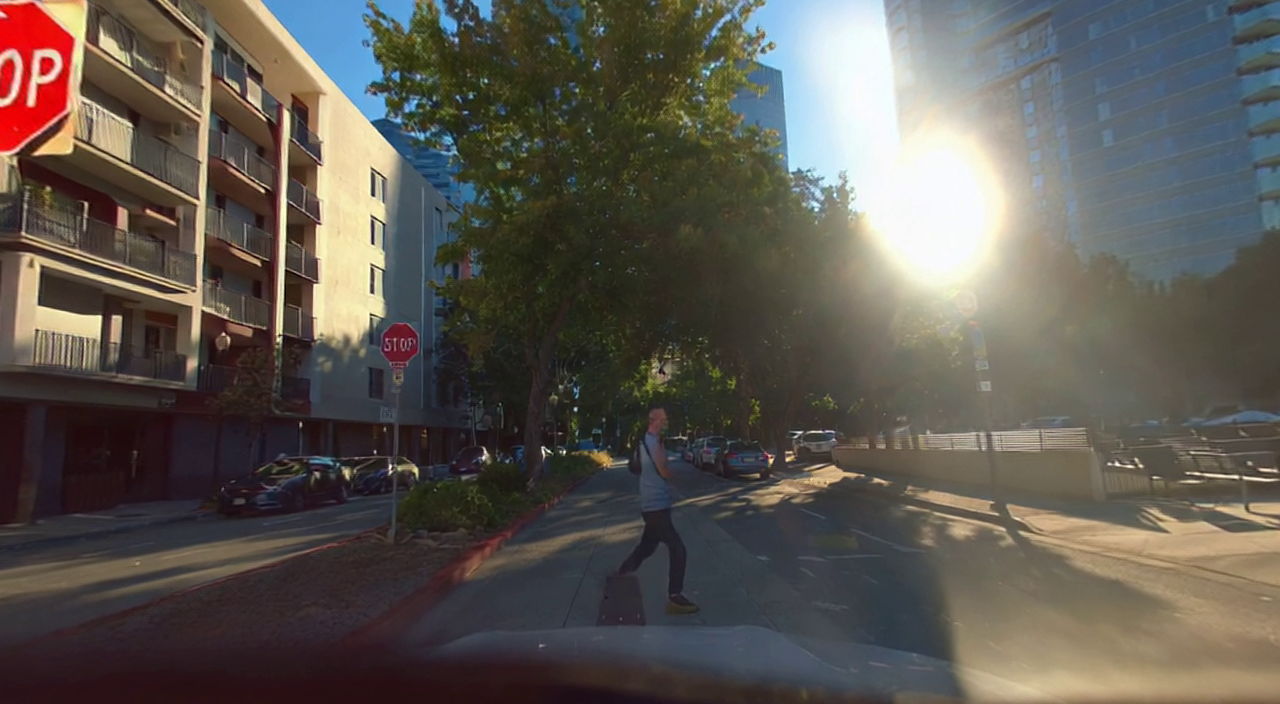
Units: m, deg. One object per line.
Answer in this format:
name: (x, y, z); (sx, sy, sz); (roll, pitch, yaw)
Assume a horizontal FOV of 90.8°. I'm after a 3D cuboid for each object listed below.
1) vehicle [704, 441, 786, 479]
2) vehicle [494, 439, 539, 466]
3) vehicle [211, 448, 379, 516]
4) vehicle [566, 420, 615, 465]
vehicle: (4.586, 4.567, 27.101); (1.858, 1.491, 4.329); (-5, -10, 33)
vehicle: (-8.847, 7.264, 45.733); (2.256, 1.802, 4.333); (0, -8, 2)
vehicle: (-8.794, 3.307, 16.650); (2.007, 1.503, 4.343); (0, -8, -1)
vehicle: (-3.001, 5.766, 40.216); (2.317, 2.596, 6.053); (0, -8, 3)
